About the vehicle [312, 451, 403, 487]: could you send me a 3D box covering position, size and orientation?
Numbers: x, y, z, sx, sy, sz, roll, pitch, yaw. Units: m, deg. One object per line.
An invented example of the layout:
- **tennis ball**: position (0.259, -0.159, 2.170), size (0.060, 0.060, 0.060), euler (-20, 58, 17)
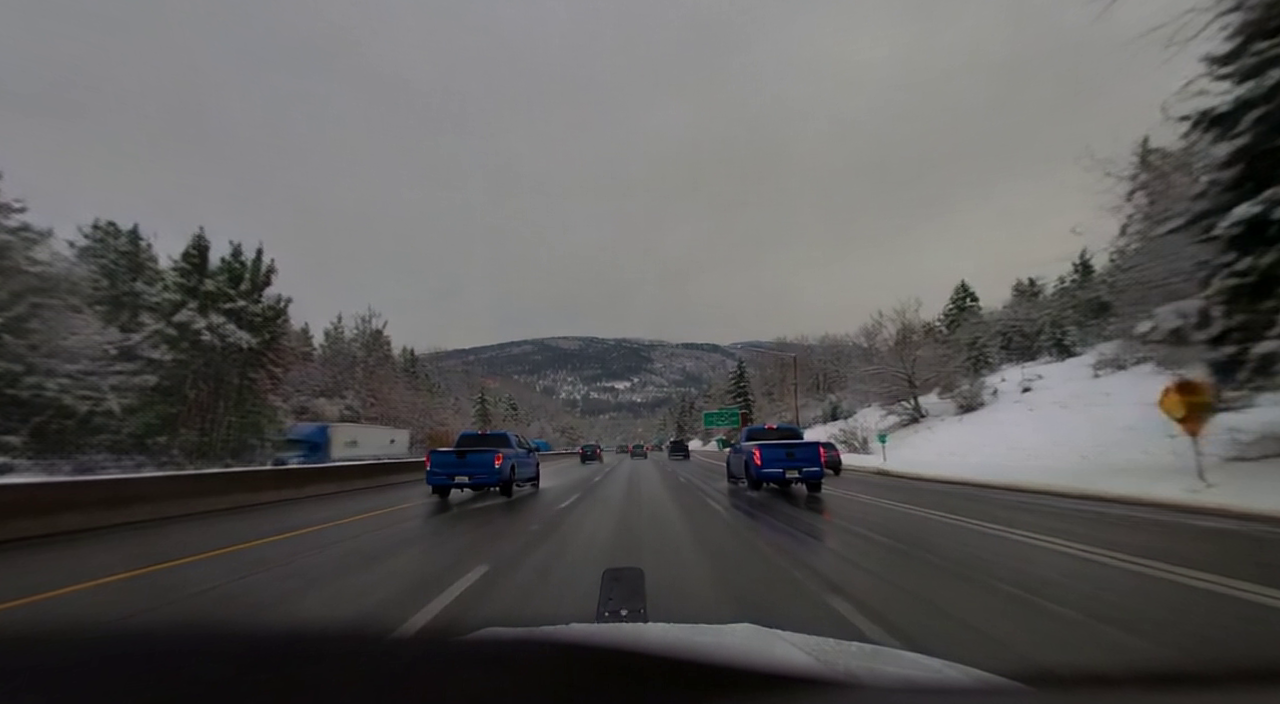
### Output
- **vehicle**: position (-13.301, 5.523, 30.070), size (1.947, 1.508, 4.807), euler (-1, -9, 2)

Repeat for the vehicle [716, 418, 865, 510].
- **vehicle**: position (3.587, 2.838, 16.457), size (2.424, 1.952, 5.611), euler (0, -8, -1)

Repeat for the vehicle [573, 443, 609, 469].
- **vehicle**: position (-3.495, 7.606, 46.230), size (2.235, 1.785, 4.386), euler (-1, -8, 1)

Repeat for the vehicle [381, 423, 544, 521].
- **vehicle**: position (-3.815, 2.706, 14.772), size (2.227, 1.853, 5.161), euler (-1, -8, 1)

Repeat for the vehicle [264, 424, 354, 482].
- **vehicle**: position (-24.530, 7.510, 47.220), size (3.006, 3.933, 6.317), euler (1, -8, 1)
